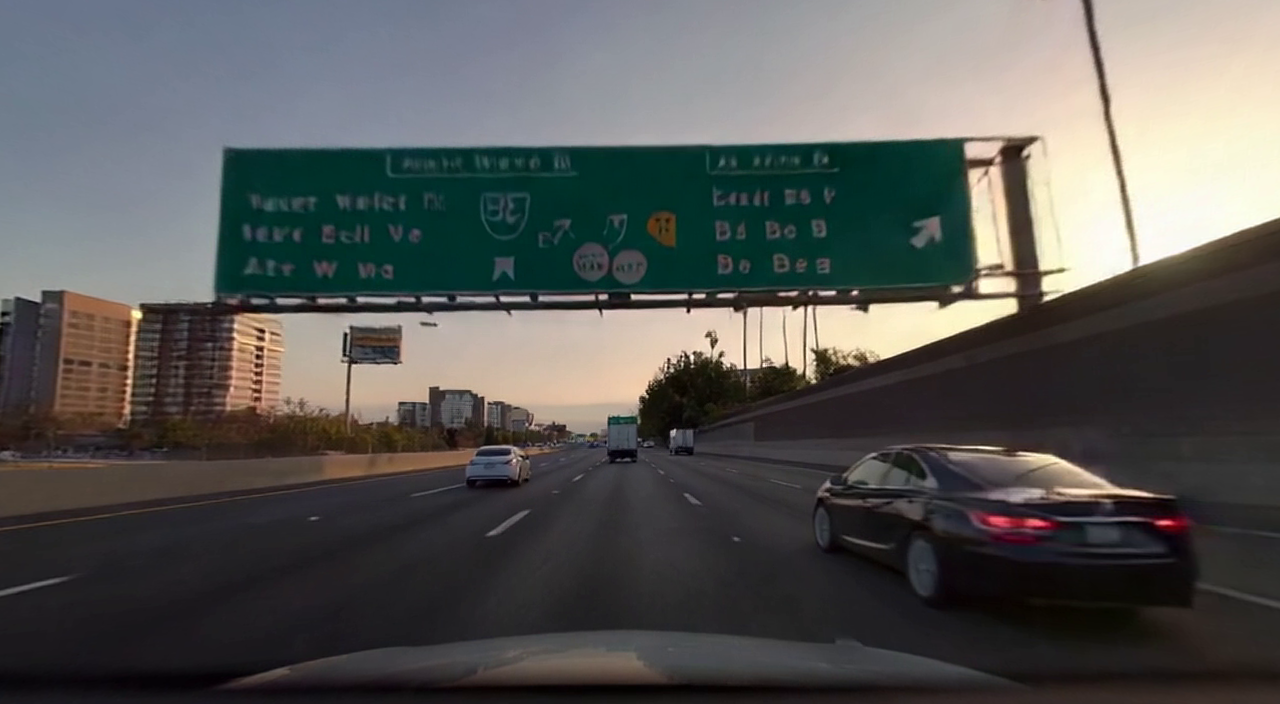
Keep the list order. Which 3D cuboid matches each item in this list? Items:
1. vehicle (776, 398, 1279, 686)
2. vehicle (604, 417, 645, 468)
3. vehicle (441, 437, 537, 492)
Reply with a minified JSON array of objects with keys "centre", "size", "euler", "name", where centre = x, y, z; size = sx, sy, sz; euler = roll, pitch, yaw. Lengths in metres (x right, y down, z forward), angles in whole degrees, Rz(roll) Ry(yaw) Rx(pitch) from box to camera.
[{"centre":[2.955,1.408,5.929],"size":[2.175,1.598,4.584],"euler":[0,-8,-2],"name":"vehicle"},{"centre":[-1.008,5.780,40.245],"size":[2.364,2.953,6.495],"euler":[0,-8,-2],"name":"vehicle"},{"centre":[-4.807,3.643,20.910],"size":[2.021,1.598,4.887],"euler":[0,-8,-1],"name":"vehicle"}]
